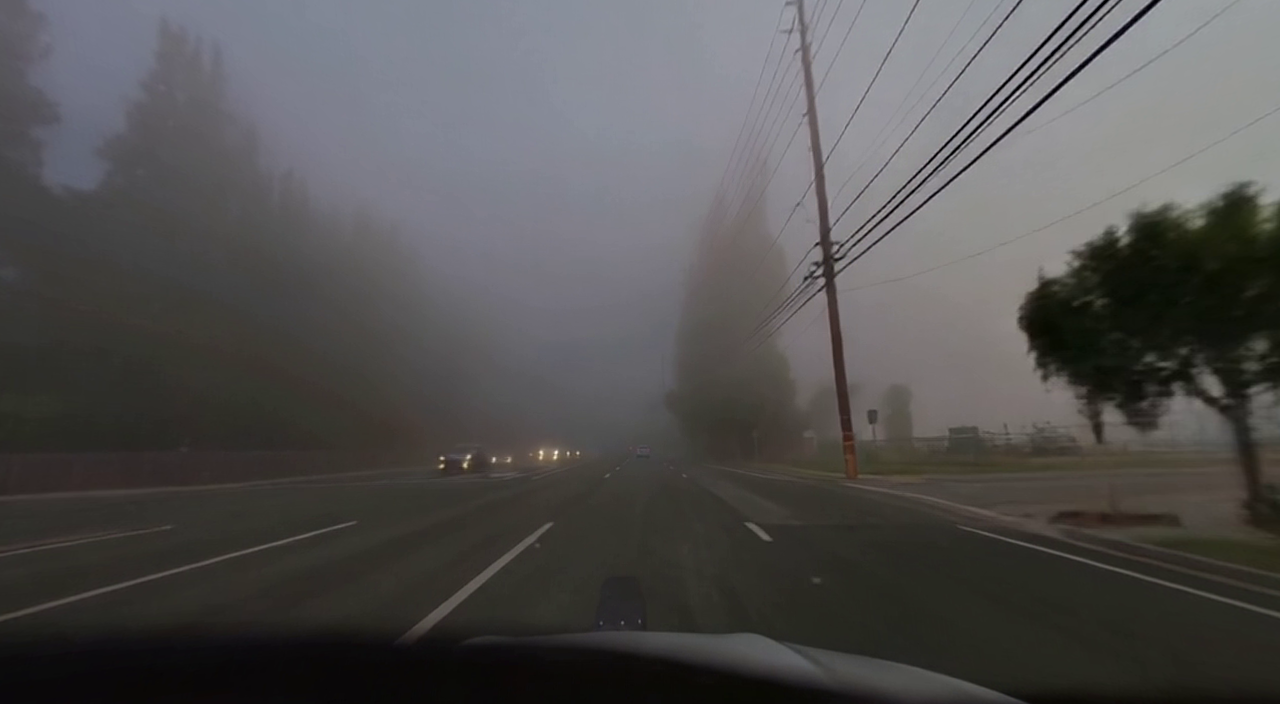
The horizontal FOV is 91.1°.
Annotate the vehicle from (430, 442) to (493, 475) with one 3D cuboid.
[{"bbox_3d":[-9.814,5.898,34.942,2.111,1.718,4.465,0,-9,1],"label":"vehicle"}]
